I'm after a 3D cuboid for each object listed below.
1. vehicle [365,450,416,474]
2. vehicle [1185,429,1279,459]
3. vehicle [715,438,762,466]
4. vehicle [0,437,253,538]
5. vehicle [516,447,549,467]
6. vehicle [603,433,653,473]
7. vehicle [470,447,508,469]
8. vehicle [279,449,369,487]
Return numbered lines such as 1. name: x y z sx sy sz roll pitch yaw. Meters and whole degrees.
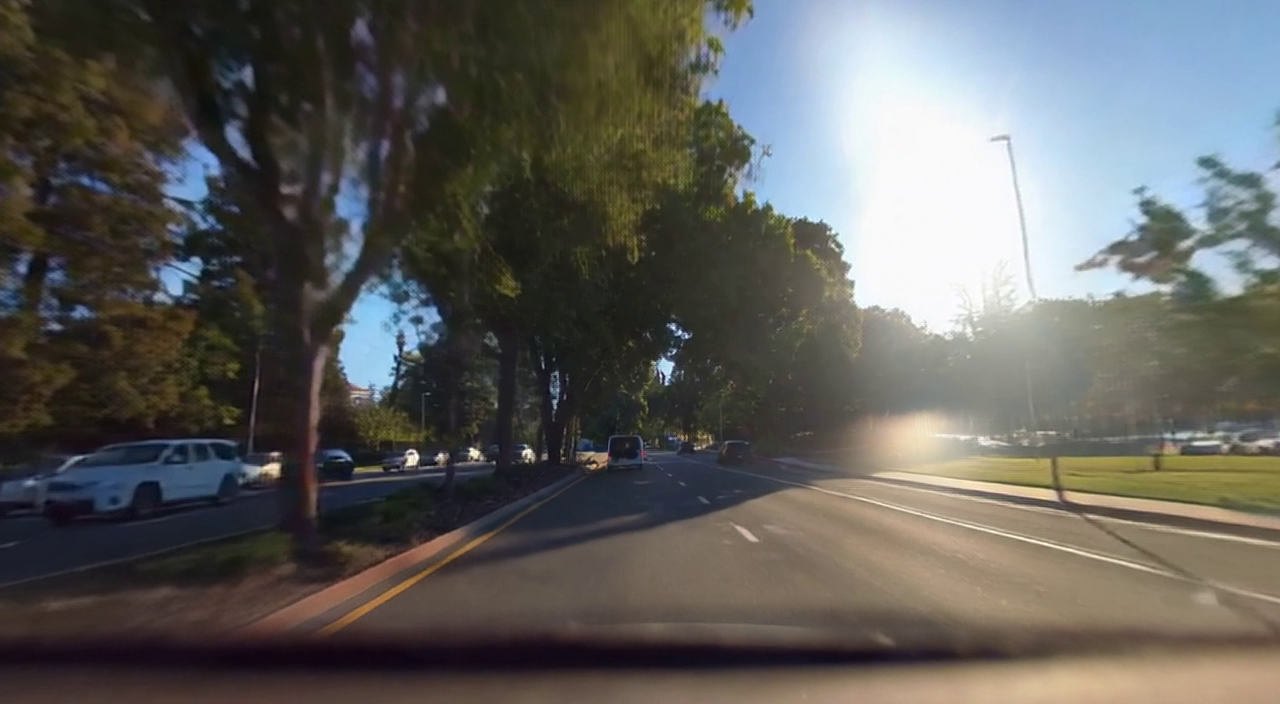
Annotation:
1. vehicle: -18.710 8.247 47.580 1.980 1.712 4.535 0 -9 1
2. vehicle: 31.542 4.794 33.005 1.743 1.445 4.495 1 -9 -9
3. vehicle: 6.764 6.954 44.047 2.364 1.781 4.854 0 -9 -2
4. vehicle: -11.538 2.947 14.676 2.082 1.824 4.840 -2 -7 -1
5. vehicle: -8.285 8.120 49.102 1.964 1.478 4.368 0 -9 -2
6. vehicle: -0.586 5.253 33.086 2.411 1.937 5.186 0 -9 -1
7. vehicle: -11.526 8.089 48.518 1.904 1.622 4.225 0 -9 0
8. vehicle: -14.800 5.418 29.923 1.950 1.655 4.395 0 -9 0
